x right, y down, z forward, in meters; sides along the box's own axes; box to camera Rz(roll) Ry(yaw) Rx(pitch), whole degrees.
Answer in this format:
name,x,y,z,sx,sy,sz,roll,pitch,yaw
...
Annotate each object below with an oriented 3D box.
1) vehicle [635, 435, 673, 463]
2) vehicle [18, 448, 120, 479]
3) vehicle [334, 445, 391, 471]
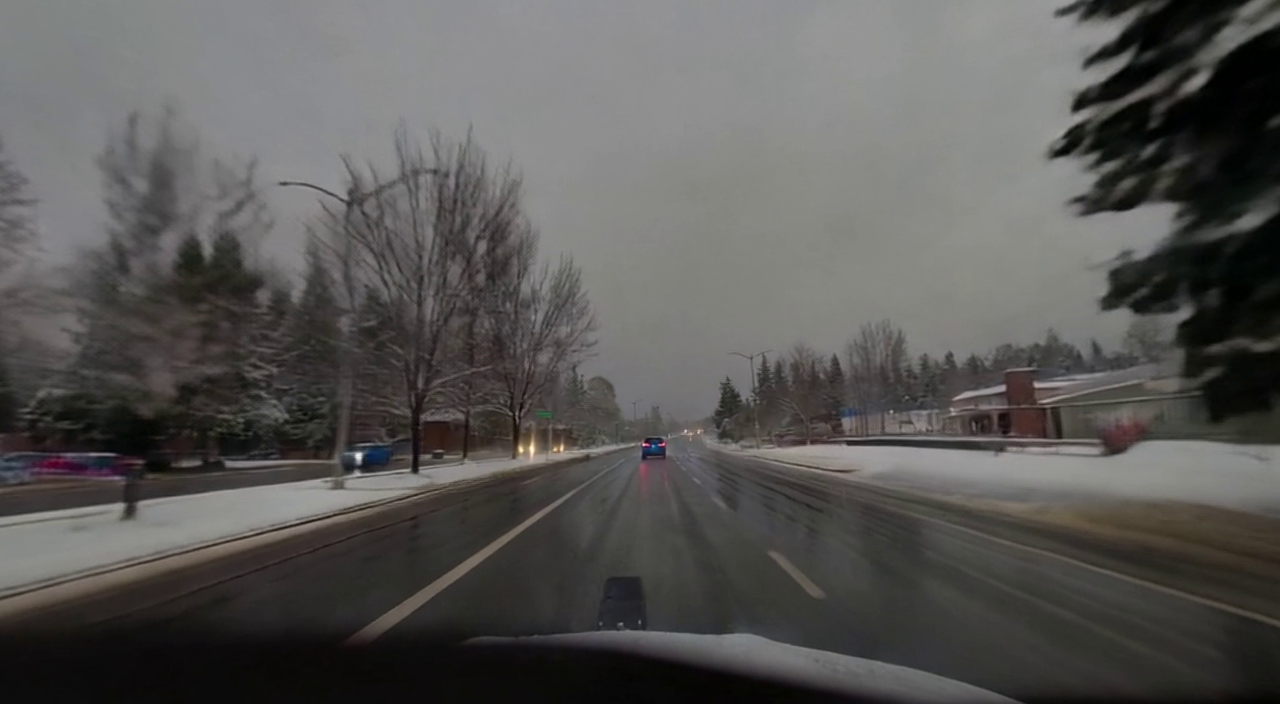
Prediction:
name,x,y,z,sx,sy,sz,roll,pitch,yaw
vehicle,0.858,5.760,37.440,2.144,1.505,4.128,-1,-8,2
vehicle,-32.486,6.323,35.795,4.042,1.645,1.876,-1,-8,3
vehicle,-19.771,7.540,44.948,1.904,1.677,4.415,-1,-8,2
